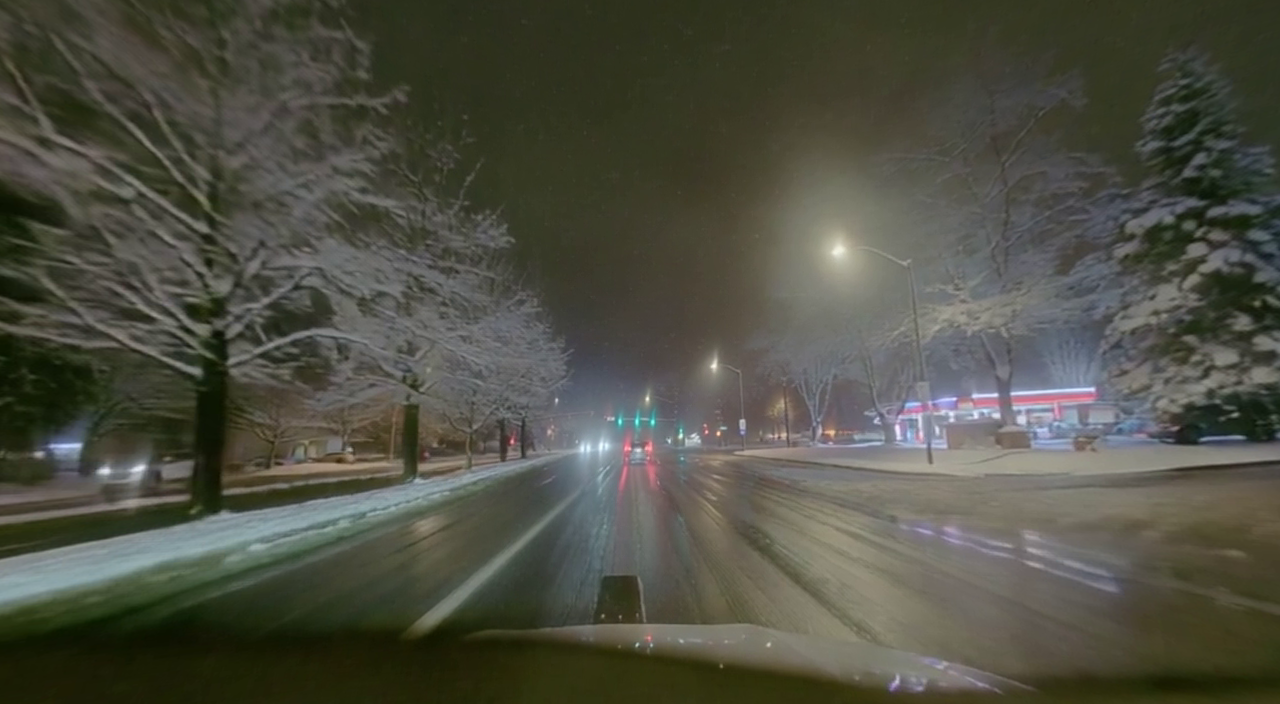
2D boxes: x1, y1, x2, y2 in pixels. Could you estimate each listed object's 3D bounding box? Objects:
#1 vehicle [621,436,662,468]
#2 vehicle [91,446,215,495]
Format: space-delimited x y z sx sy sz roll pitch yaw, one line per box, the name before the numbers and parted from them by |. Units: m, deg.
vehicle | 0.053 5.825 36.754 2.213 1.715 4.242 0 -8 -1
vehicle | -19.152 4.639 25.059 1.909 1.720 4.390 1 -8 -9
